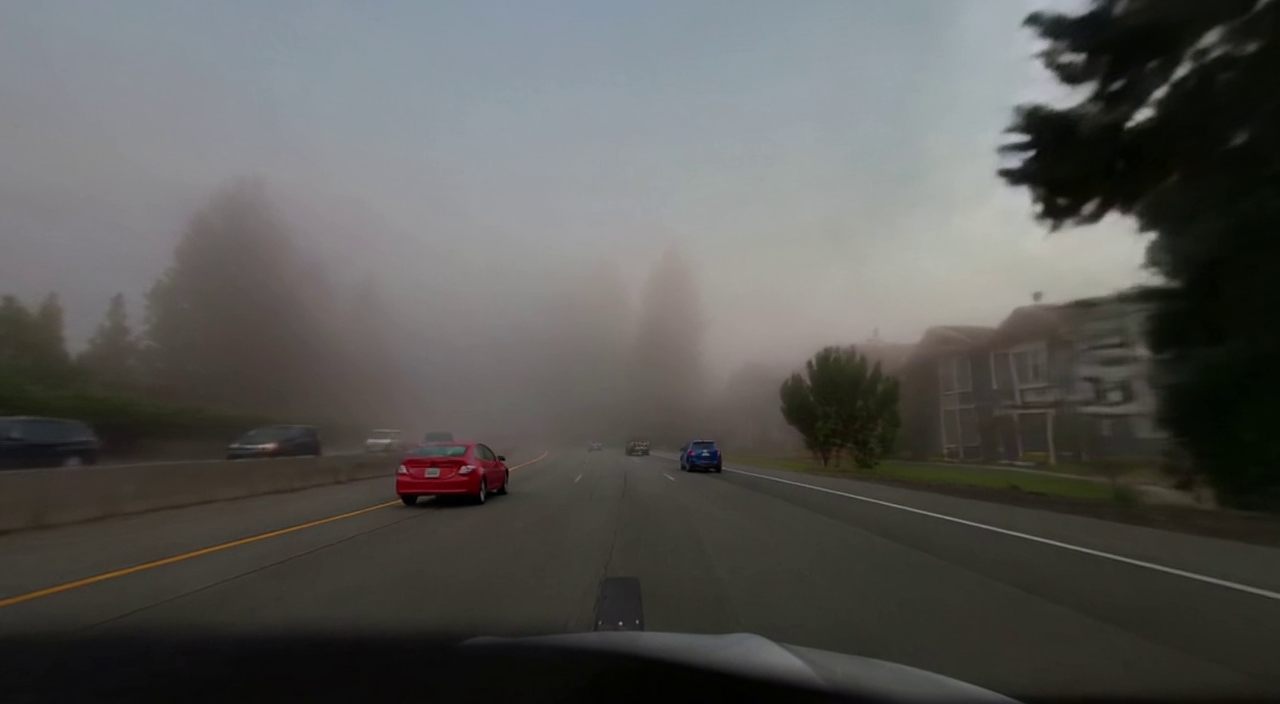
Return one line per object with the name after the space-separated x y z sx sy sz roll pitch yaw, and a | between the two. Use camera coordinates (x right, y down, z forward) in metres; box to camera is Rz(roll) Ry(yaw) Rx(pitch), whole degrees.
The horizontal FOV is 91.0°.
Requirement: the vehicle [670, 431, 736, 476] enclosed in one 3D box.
2.473 4.179 25.990 2.092 1.686 4.188 1 -9 -3 | vehicle

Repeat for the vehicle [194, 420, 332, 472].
-13.276 3.398 22.635 2.092 1.646 4.843 1 -9 -3 | vehicle

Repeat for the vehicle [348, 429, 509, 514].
-4.330 2.528 13.755 2.036 1.528 4.400 0 -9 -1 | vehicle
